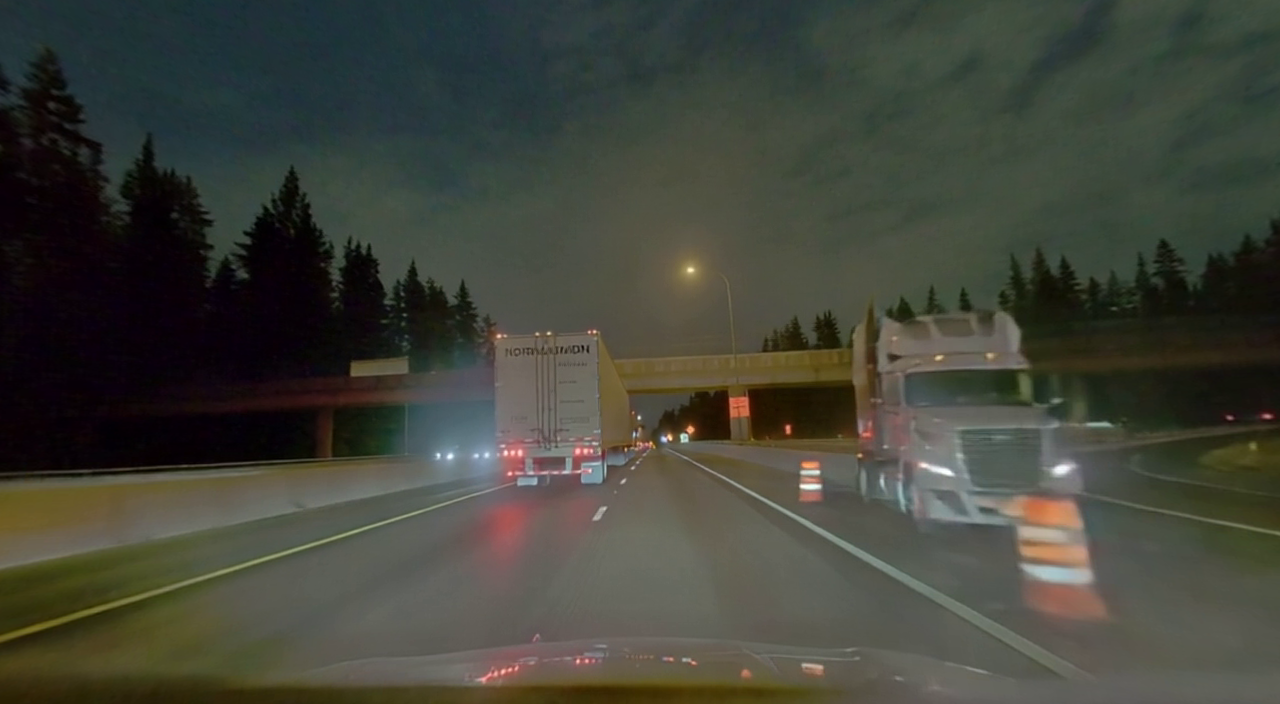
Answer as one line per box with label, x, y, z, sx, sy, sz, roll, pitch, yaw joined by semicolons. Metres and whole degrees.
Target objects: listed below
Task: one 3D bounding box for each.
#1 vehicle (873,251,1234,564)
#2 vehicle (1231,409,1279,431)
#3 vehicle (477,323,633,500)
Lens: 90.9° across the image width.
vehicle;5.263;0.808;8.859;2.928;3.571;3.032;-1;-8;6
vehicle;45.878;5.074;46.858;4.509;1.491;1.947;6;-10;-37
vehicle;-2.008;2.509;22.579;2.873;4.060;16.327;0;-8;2
